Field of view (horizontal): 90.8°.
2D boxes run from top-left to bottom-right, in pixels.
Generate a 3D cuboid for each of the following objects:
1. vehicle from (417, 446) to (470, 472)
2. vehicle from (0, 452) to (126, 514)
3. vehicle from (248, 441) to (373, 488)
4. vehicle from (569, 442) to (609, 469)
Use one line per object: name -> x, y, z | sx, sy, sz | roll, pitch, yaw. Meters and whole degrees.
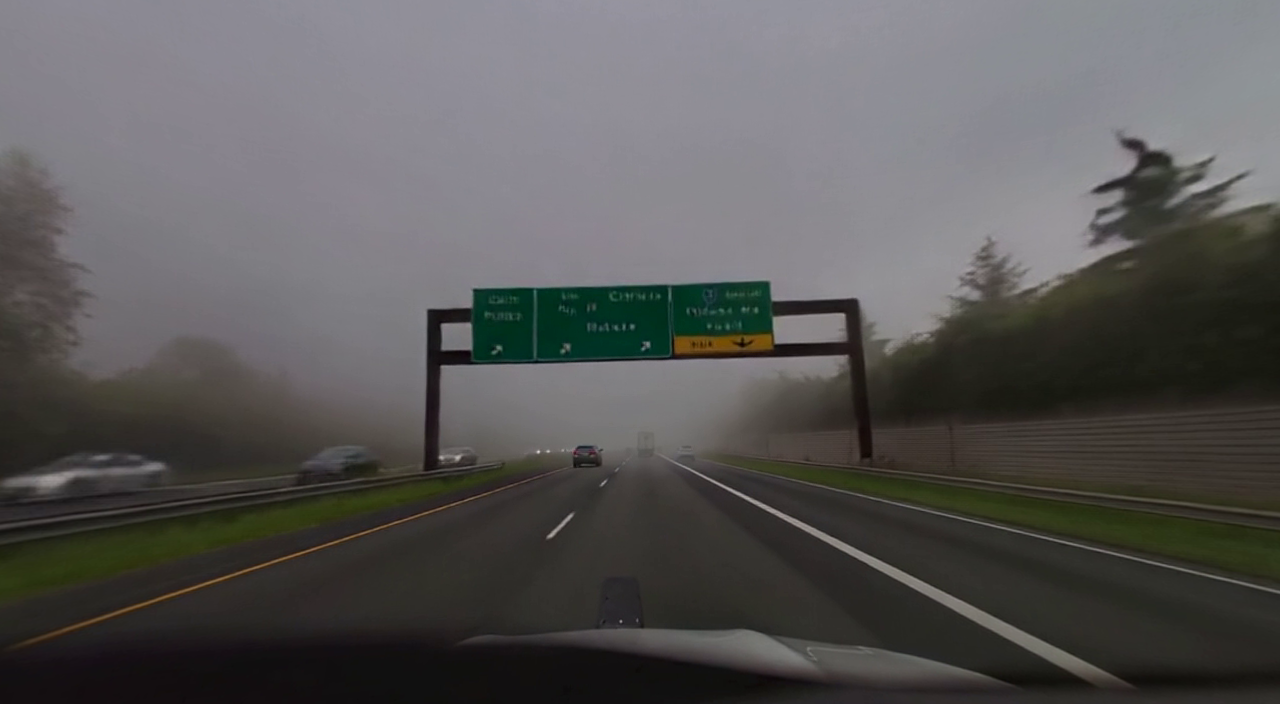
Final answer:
vehicle -> -11.688, 6.392, 37.789 | 1.802, 1.439, 4.099 | 0, -9, 1
vehicle -> -16.521, 3.403, 16.704 | 1.843, 1.473, 4.721 | 0, -9, 0
vehicle -> -11.666, 3.985, 22.747 | 1.931, 1.501, 4.621 | 0, -9, 1
vehicle -> -2.997, 6.165, 37.829 | 2.020, 1.475, 4.434 | 0, -9, 1
